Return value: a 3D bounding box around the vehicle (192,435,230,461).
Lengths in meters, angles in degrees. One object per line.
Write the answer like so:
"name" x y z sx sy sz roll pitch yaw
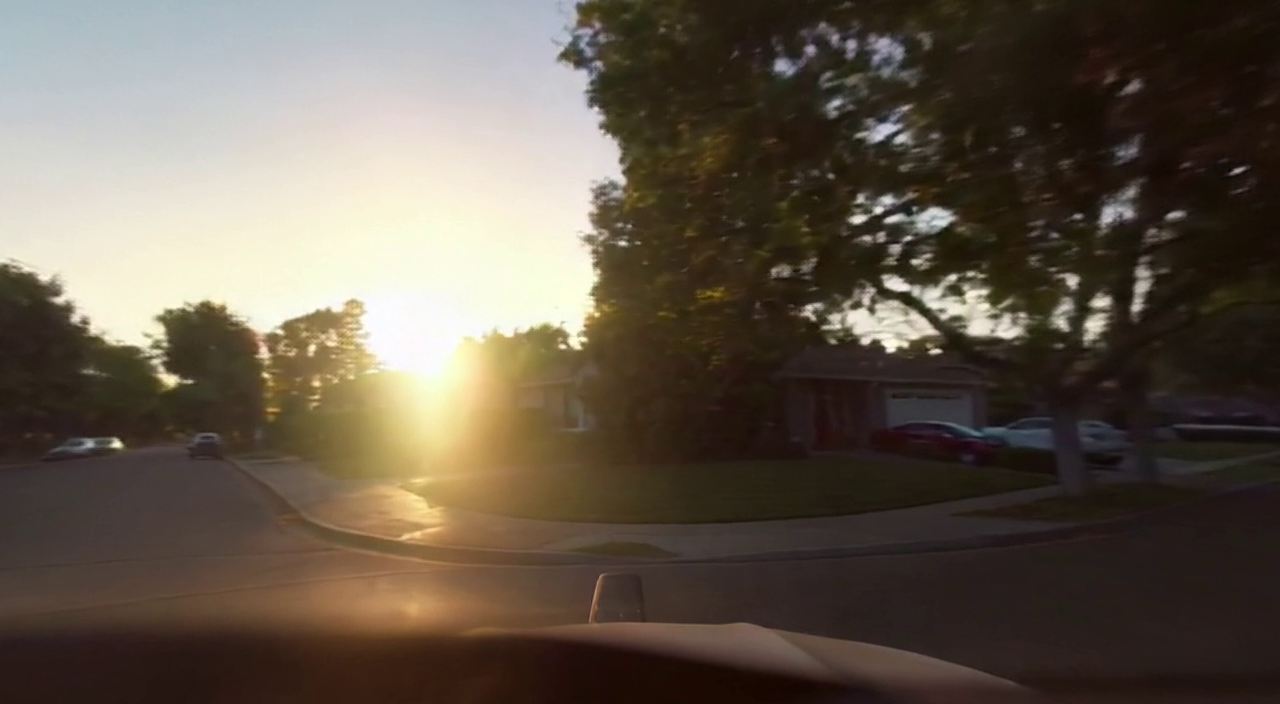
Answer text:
"vehicle" -30.018 6.691 44.136 2.018 1.665 4.226 6 -10 -35

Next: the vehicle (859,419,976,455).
"vehicle" 12.513 3.897 28.766 1.855 1.470 4.531 6 -10 -34

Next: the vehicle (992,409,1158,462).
"vehicle" 15.915 3.126 23.387 1.918 1.745 4.559 6 -10 -36
